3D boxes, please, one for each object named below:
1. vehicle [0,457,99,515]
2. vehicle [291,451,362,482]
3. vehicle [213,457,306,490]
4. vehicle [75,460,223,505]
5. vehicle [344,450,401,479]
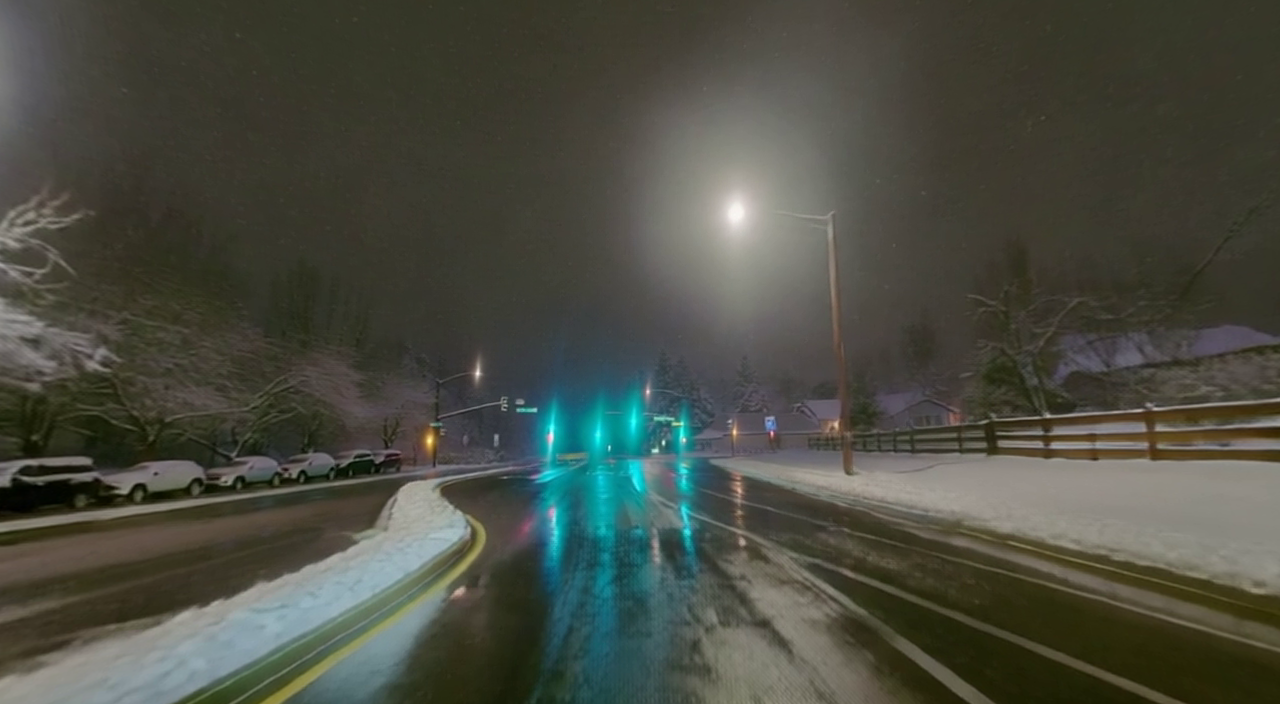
[{"bbox_3d":[-21.228,4.448,21.059,1.974,1.704,4.628,0,-8,3],"label":"vehicle"},{"bbox_3d":[-20.468,7.453,41.396,2.148,1.856,4.632,0,-8,3],"label":"vehicle"},{"bbox_3d":[-20.610,6.577,34.419,1.883,1.506,4.863,0,-8,3],"label":"vehicle"},{"bbox_3d":[-20.903,5.527,27.212,1.954,1.575,5.225,-1,-8,3],"label":"vehicle"},{"bbox_3d":[-20.024,8.412,47.408,2.050,1.697,4.838,-4,-7,2],"label":"vehicle"}]
